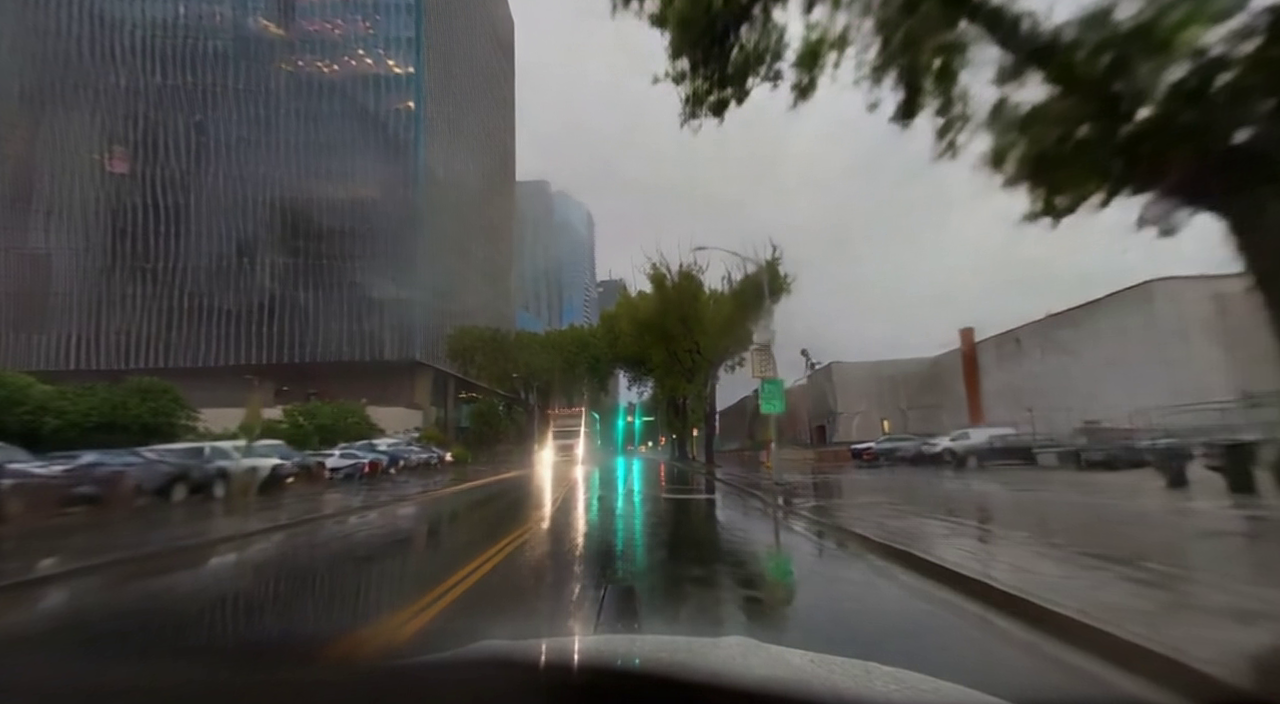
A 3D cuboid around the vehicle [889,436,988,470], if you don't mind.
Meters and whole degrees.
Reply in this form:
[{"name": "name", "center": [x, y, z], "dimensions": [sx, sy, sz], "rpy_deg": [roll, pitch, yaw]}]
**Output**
[{"name": "vehicle", "center": [15.250, 5.168, 32.248], "dimensions": [4.061, 1.590, 1.862], "rpy_deg": [-1, -8, -1]}]
